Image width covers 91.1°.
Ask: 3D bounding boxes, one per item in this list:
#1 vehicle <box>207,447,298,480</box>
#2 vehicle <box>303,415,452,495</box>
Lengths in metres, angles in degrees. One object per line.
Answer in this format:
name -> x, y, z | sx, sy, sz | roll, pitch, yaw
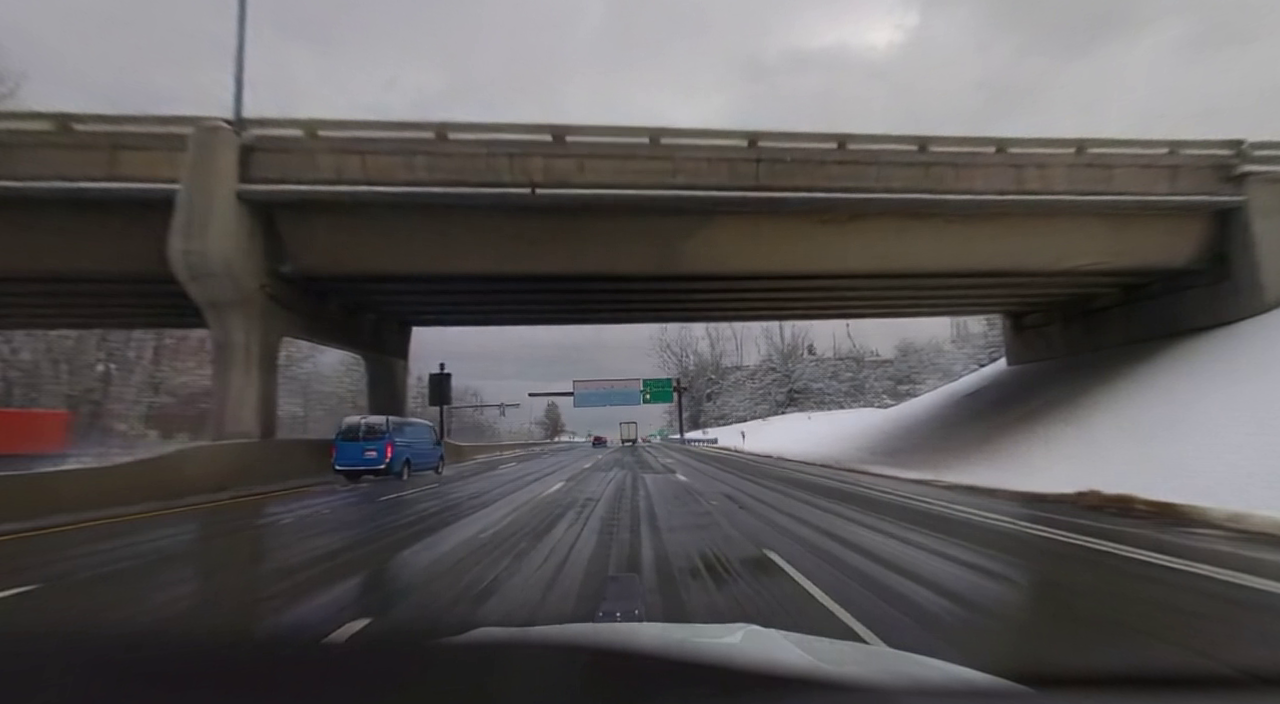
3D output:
vehicle -> -20.125, 5.762, 32.910 | 1.866, 1.511, 4.574 | 0, -8, -1
vehicle -> -7.420, 2.960, 18.564 | 2.150, 1.996, 5.341 | 0, -8, -1
